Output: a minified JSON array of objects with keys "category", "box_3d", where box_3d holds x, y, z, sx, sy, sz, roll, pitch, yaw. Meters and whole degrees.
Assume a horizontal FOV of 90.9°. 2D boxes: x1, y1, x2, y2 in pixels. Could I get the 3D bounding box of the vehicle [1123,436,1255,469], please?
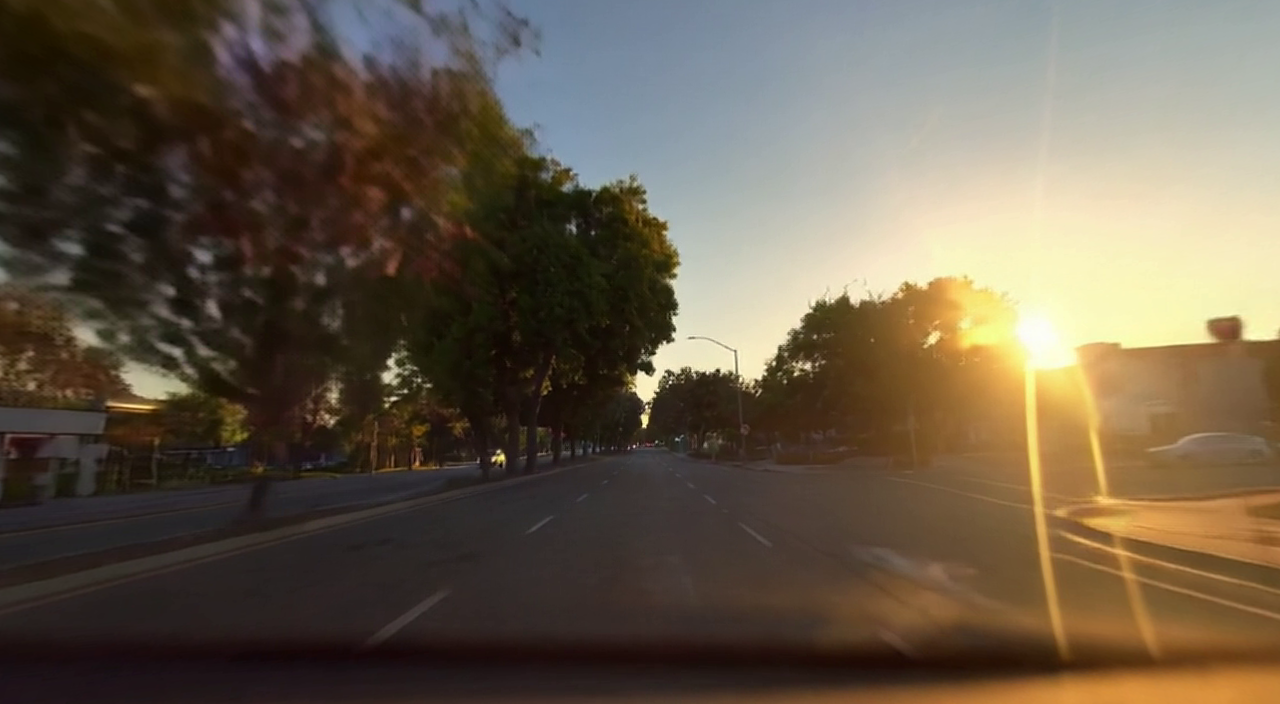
[{"category":"vehicle","box_3d":[24.383,4.472,28.082,4.253,1.418,1.776,0,-9,-2]}]
